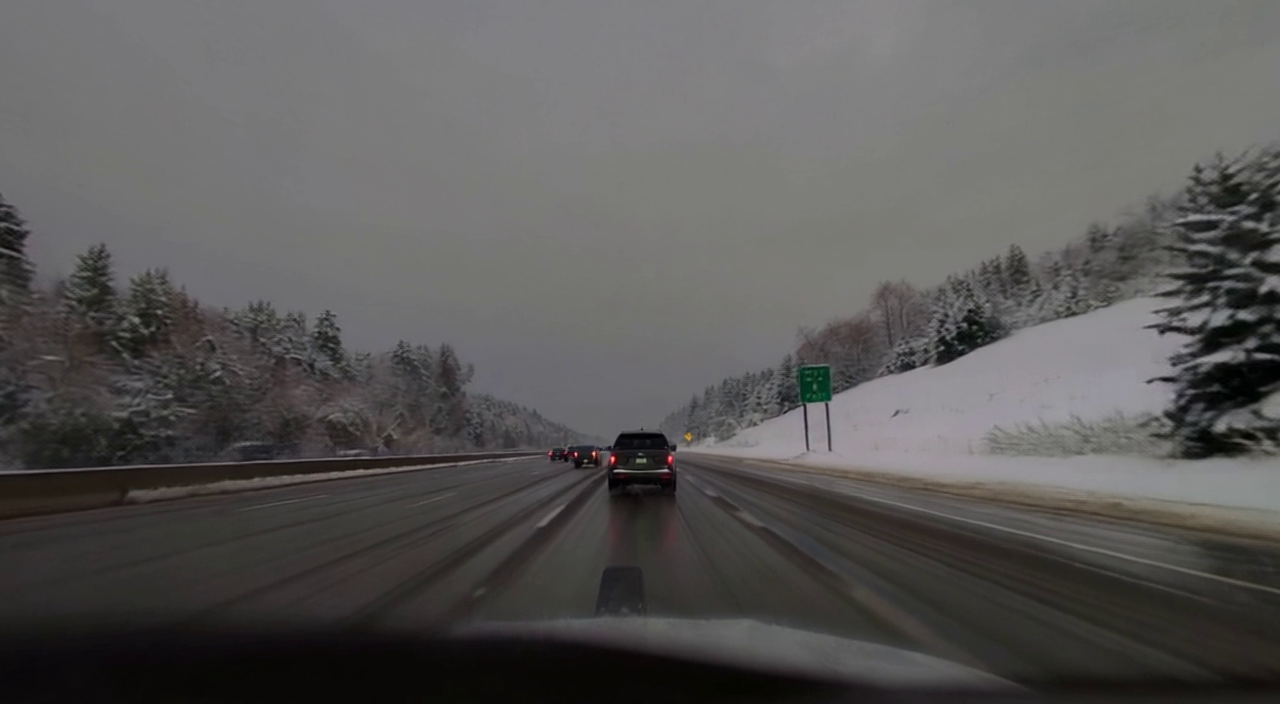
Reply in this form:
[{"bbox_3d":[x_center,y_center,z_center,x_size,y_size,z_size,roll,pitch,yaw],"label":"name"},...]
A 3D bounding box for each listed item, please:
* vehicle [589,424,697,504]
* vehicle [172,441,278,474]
[{"bbox_3d":[0.092,2.892,16.597,2.447,1.804,4.273,0,-9,1],"label":"vehicle"},{"bbox_3d":[-24.509,6.253,37.654,2.257,1.773,5.915,0,-9,1],"label":"vehicle"}]
